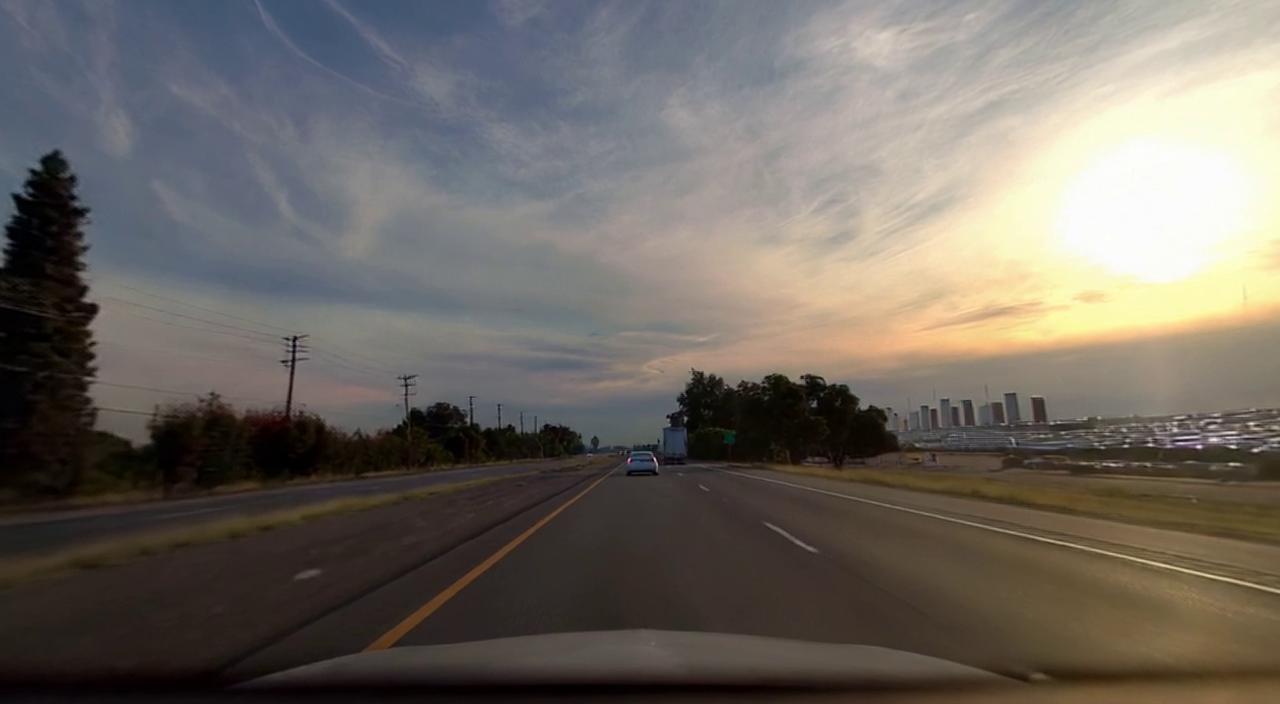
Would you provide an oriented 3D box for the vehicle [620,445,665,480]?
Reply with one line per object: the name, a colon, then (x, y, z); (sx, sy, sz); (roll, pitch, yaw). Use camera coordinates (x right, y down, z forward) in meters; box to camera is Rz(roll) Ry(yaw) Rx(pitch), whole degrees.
vehicle: (0.103, 5.296, 30.416); (2.045, 1.527, 4.023); (0, -9, 0)
